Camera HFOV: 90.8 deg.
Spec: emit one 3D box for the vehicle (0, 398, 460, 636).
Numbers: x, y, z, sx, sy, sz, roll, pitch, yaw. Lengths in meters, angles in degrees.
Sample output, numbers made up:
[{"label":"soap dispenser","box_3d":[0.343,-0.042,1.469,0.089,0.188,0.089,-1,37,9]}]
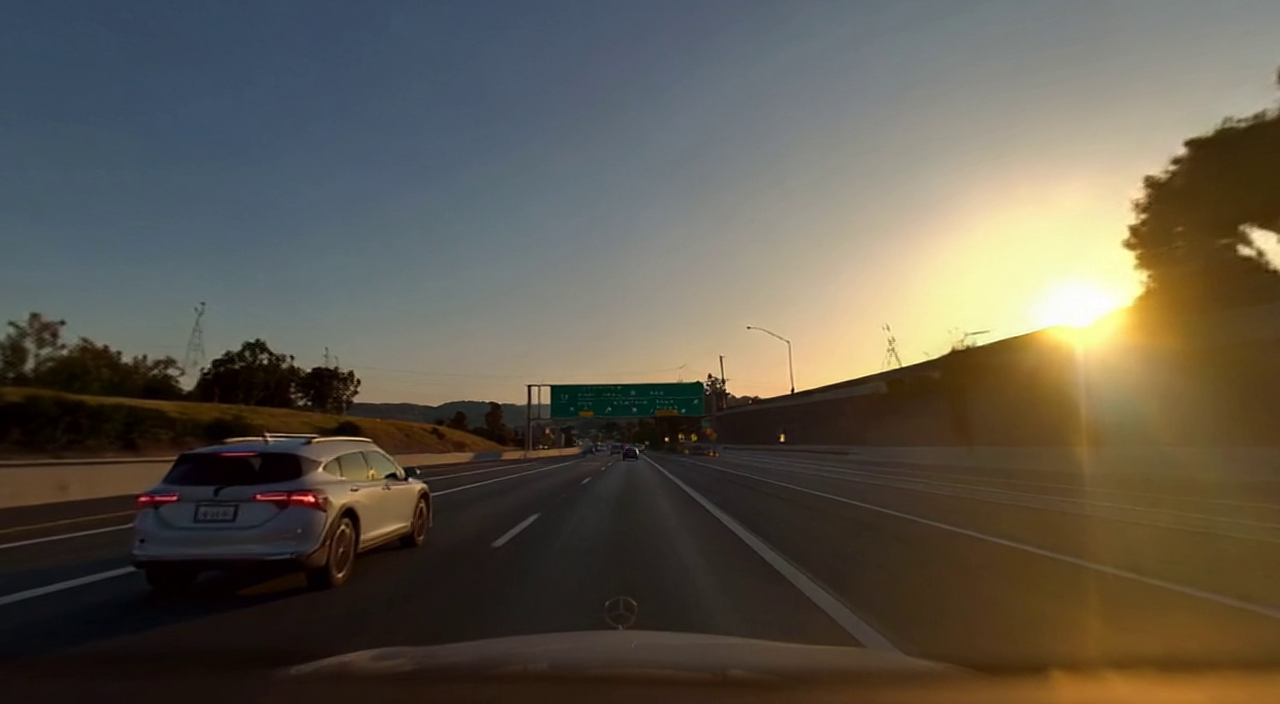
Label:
[{"label":"vehicle","box_3d":[-3.650,1.509,6.788,2.178,1.699,4.321,0,-8,0]}]
